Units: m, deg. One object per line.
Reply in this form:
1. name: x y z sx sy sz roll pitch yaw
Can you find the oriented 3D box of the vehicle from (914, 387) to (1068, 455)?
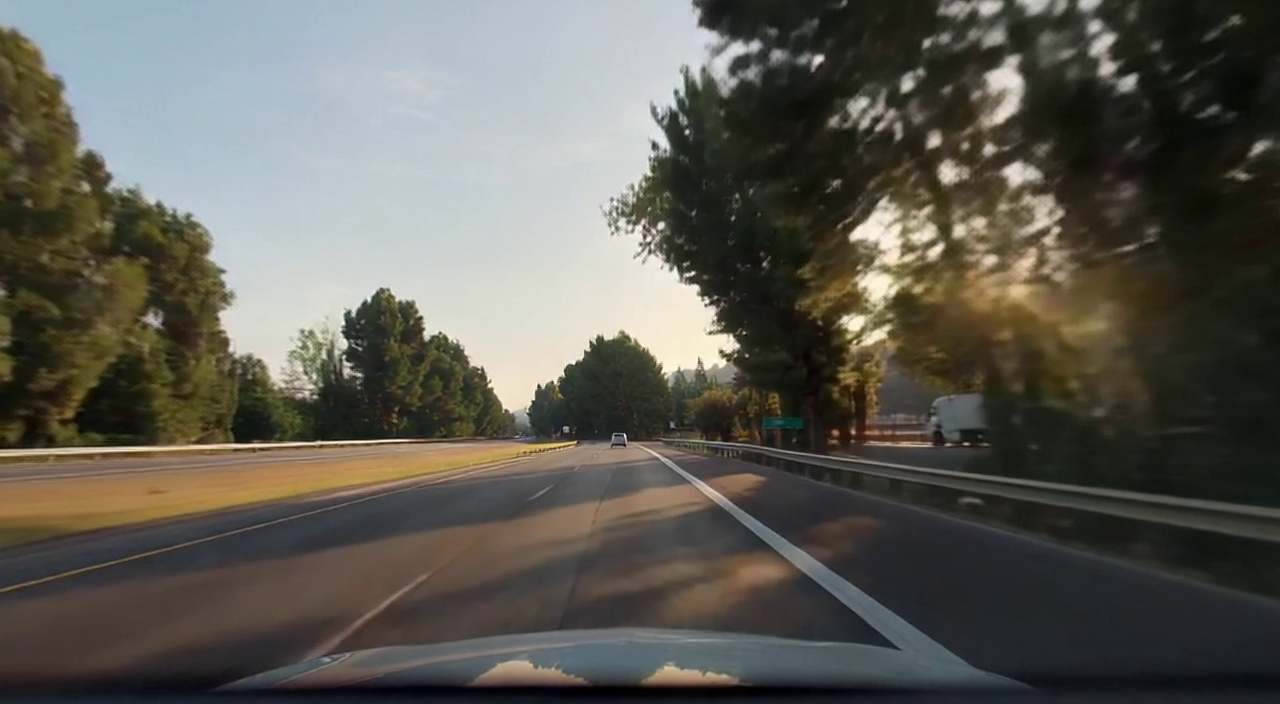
1. vehicle: 19.861 4.045 36.556 3.983 3.410 8.148 1 -7 -2
